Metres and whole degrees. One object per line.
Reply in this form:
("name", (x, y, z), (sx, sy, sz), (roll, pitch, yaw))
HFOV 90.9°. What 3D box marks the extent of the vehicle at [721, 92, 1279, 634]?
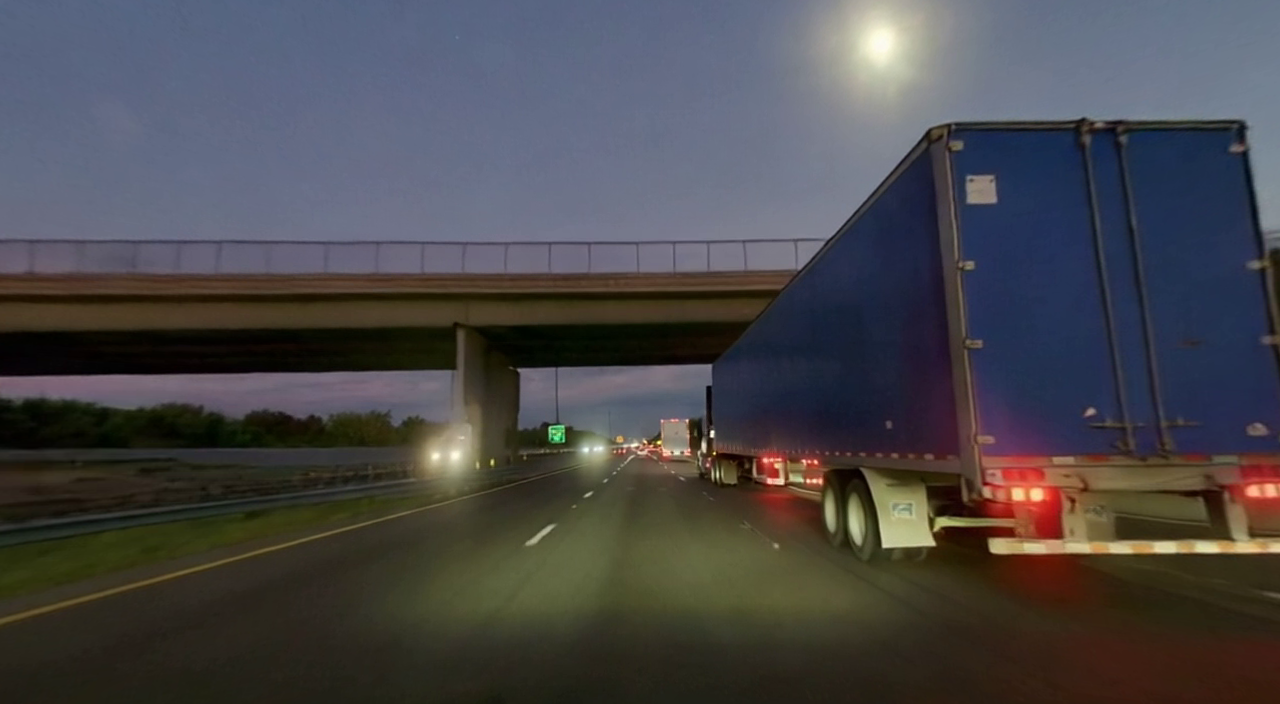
("vehicle", (3.922, 1.037, 11.702), (2.825, 4.054, 14.210), (0, -9, -1))
